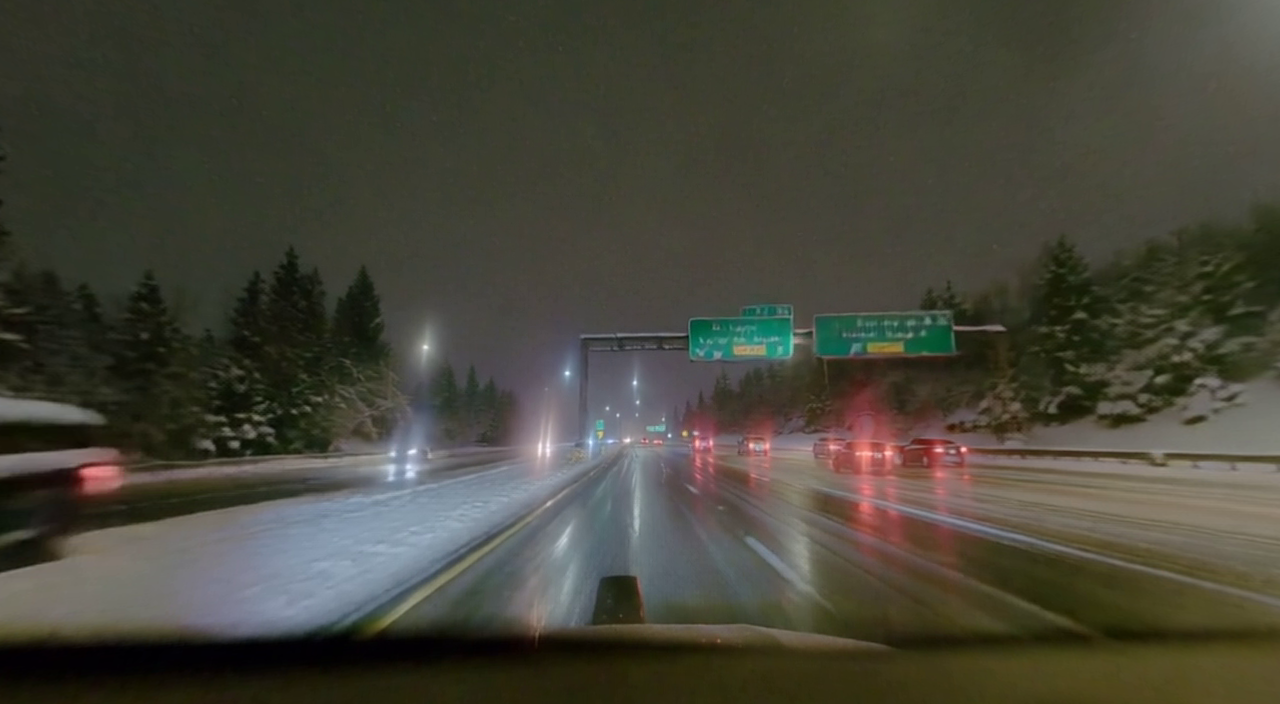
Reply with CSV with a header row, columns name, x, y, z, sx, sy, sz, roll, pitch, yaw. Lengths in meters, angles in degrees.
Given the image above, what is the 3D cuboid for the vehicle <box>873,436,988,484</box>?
name,x,y,z,sx,sy,sz,roll,pitch,yaw
vehicle,9.609,3.579,21.292,1.836,1.418,4.132,0,-8,-1
